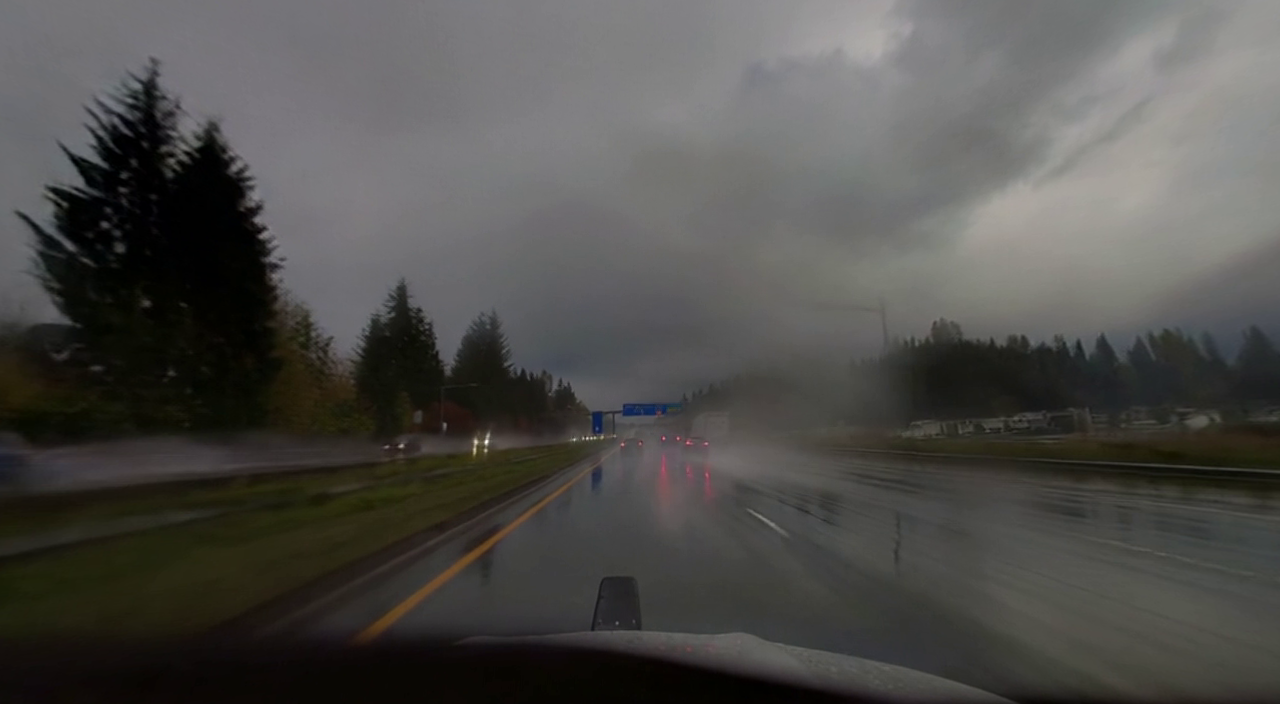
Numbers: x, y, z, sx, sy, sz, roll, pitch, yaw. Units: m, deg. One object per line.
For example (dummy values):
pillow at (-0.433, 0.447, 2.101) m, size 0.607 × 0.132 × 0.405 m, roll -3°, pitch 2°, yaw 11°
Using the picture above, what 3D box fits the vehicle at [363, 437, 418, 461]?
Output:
vehicle at (-17.024, 6.597, 43.205) m, size 1.972 × 1.537 × 4.368 m, roll 0°, pitch -8°, yaw 0°

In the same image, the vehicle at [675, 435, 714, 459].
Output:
vehicle at (3.555, 6.295, 41.972) m, size 1.986 × 1.501 × 4.529 m, roll 0°, pitch -8°, yaw -2°
